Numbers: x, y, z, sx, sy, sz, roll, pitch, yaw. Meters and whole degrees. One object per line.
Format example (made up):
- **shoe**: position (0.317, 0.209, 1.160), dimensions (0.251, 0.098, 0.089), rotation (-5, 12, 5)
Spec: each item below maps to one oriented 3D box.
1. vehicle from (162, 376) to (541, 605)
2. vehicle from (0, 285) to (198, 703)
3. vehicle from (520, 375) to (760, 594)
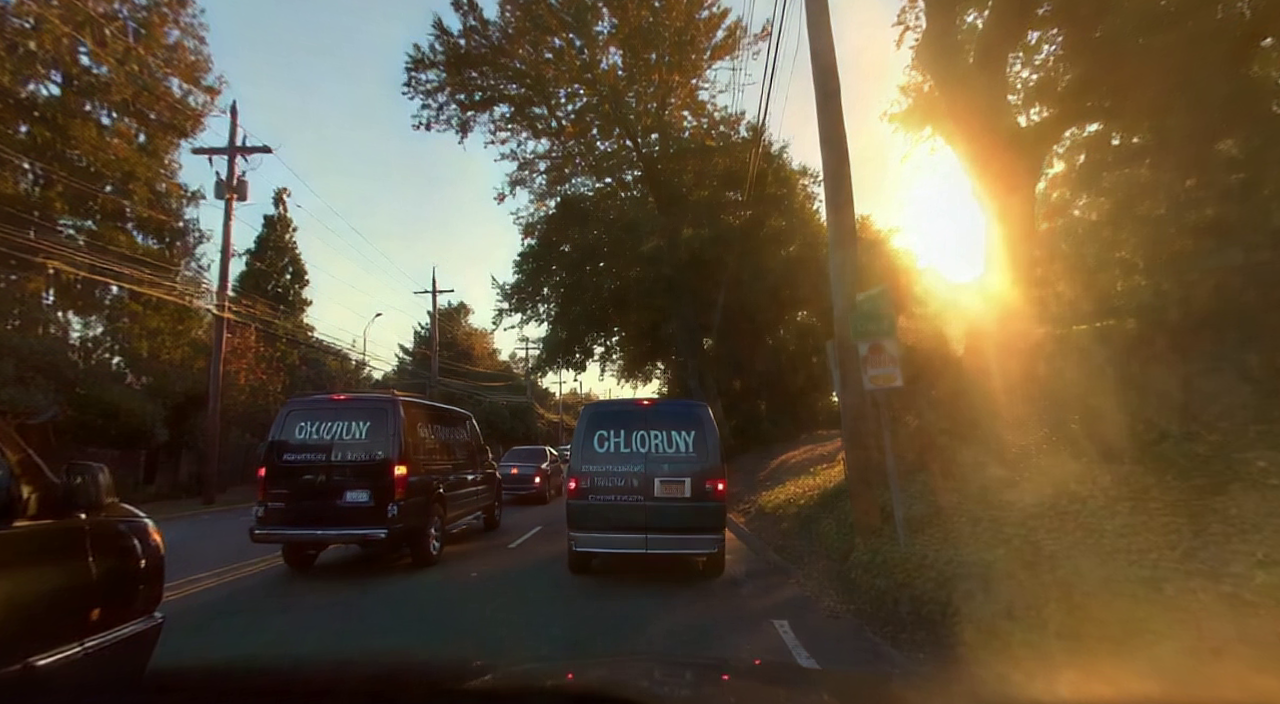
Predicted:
- **vehicle**: position (-2.754, 1.478, 7.609), dimensions (2.109, 1.851, 4.749), rotation (-1, -8, 3)
- **vehicle**: position (-3.118, 0.447, 0.250), dimensions (2.160, 1.796, 4.997), rotation (0, -8, 1)
- **vehicle**: position (0.110, 1.466, 7.698), dimensions (2.117, 1.911, 4.095), rotation (-1, -8, 3)
